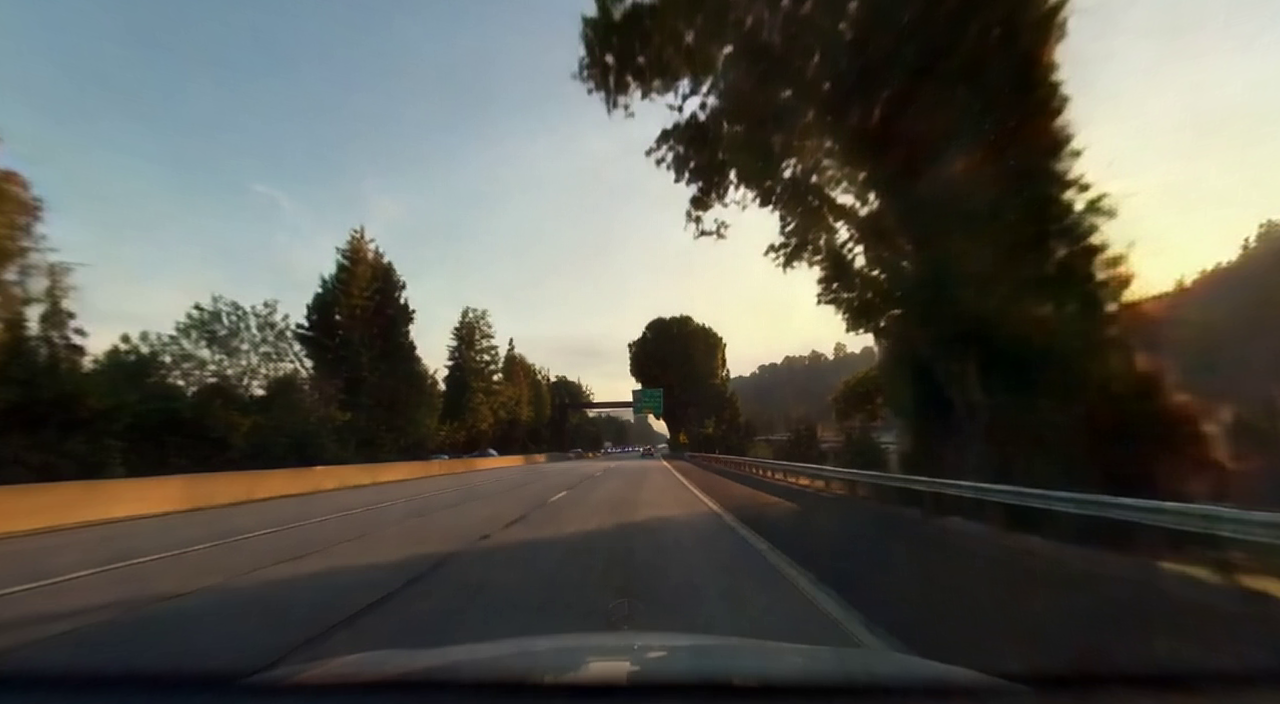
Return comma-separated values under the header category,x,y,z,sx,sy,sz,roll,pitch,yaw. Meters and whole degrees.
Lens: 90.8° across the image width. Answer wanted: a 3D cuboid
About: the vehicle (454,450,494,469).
category,x,y,z,sx,sy,sz,roll,pitch,yaw
vehicle,-13.051,8.464,49.846,1.866,1.474,4.402,-1,-9,2
